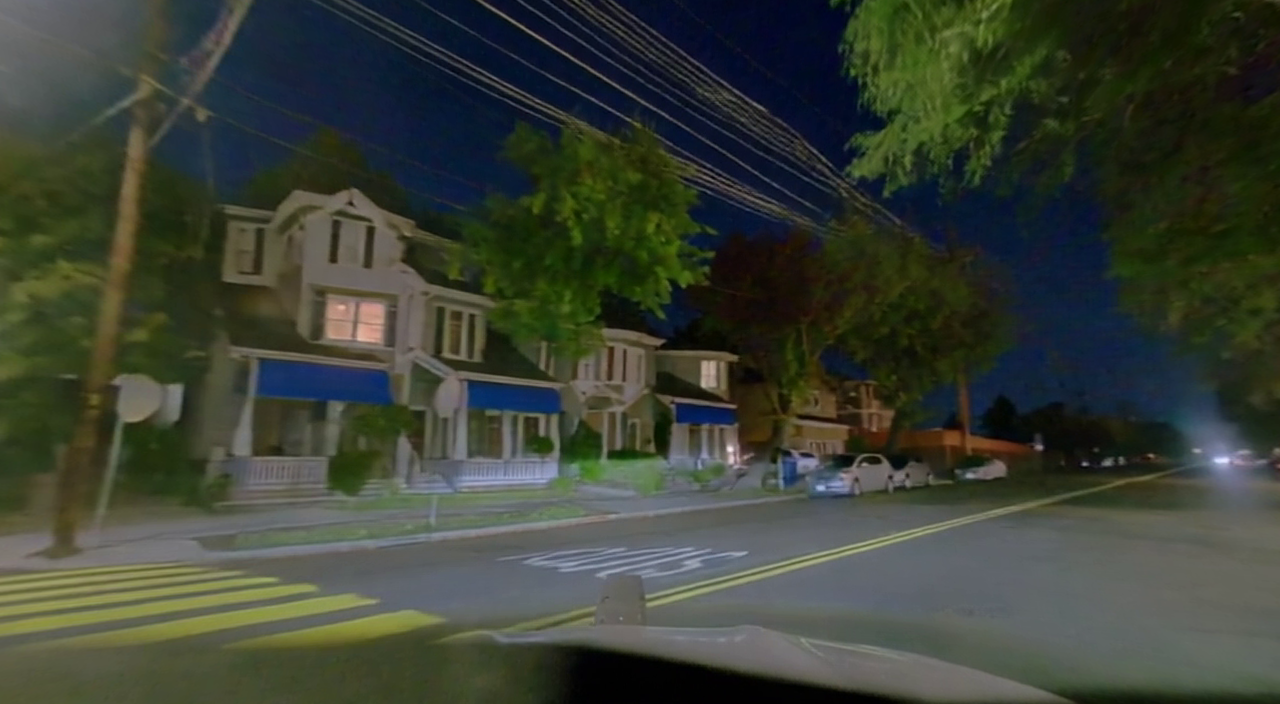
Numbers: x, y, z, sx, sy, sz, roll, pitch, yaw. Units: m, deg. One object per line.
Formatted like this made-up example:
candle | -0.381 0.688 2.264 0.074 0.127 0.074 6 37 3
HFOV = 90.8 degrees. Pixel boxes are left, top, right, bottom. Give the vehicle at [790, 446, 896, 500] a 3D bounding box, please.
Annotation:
vehicle | 7.622 4.424 23.505 1.975 1.775 4.509 -7 -11 42

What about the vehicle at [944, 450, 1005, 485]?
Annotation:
vehicle | 18.966 6.466 35.758 1.970 1.785 4.274 -7 -11 41

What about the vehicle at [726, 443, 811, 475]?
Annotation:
vehicle | 7.530 6.264 37.268 4.492 1.725 2.033 -6 -11 38

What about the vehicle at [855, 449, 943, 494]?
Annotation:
vehicle | 11.241 5.070 27.250 1.913 1.723 4.318 -8 -12 44
